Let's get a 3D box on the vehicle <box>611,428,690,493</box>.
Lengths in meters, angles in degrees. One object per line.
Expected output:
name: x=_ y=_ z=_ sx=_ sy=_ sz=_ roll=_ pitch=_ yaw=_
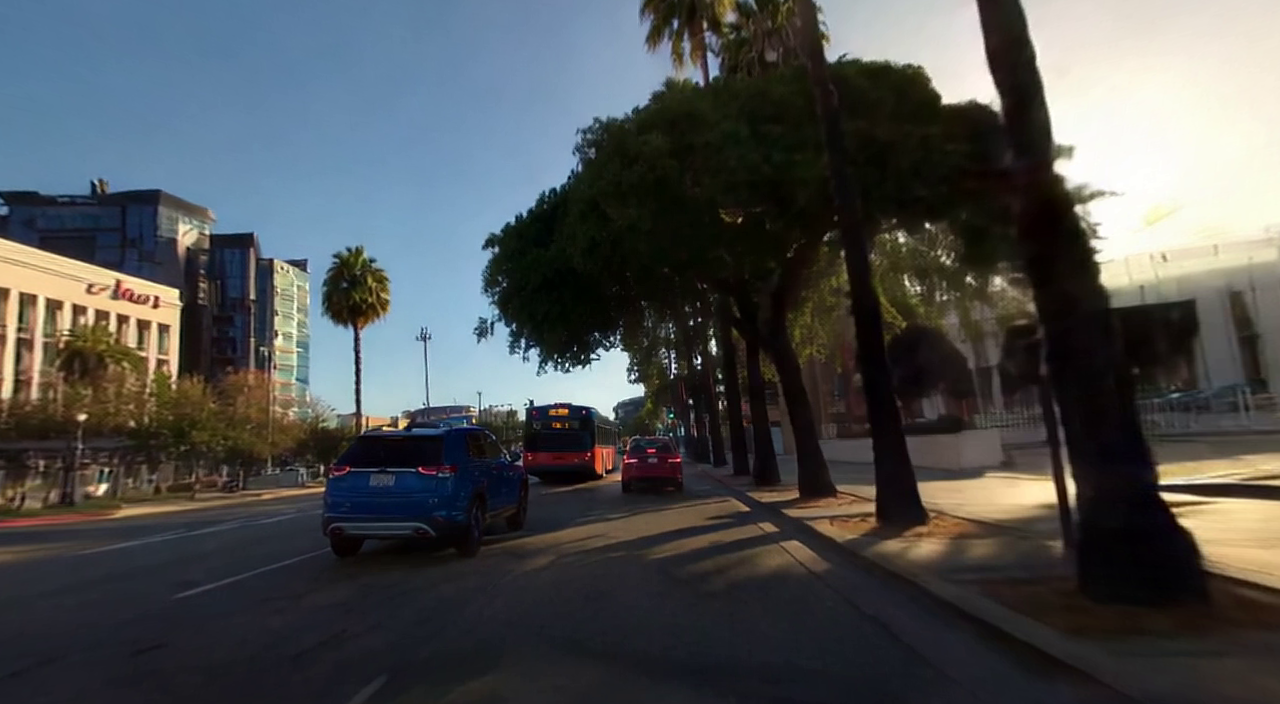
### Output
vehicle: x=0.287 y=3.201 z=18.922 sx=2.120 sy=1.727 sz=3.917 roll=0 pitch=-8 yaw=1

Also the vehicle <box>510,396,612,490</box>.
vehicle: x=-2.785 y=3.604 z=24.951 sx=2.775 sy=3.064 sz=8.297 roll=-1 pitch=-8 yaw=1

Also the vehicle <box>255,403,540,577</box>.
vehicle: x=-2.906 y=1.783 z=8.947 sx=2.124 sy=1.799 sz=4.587 roll=0 pitch=-8 yaw=1
